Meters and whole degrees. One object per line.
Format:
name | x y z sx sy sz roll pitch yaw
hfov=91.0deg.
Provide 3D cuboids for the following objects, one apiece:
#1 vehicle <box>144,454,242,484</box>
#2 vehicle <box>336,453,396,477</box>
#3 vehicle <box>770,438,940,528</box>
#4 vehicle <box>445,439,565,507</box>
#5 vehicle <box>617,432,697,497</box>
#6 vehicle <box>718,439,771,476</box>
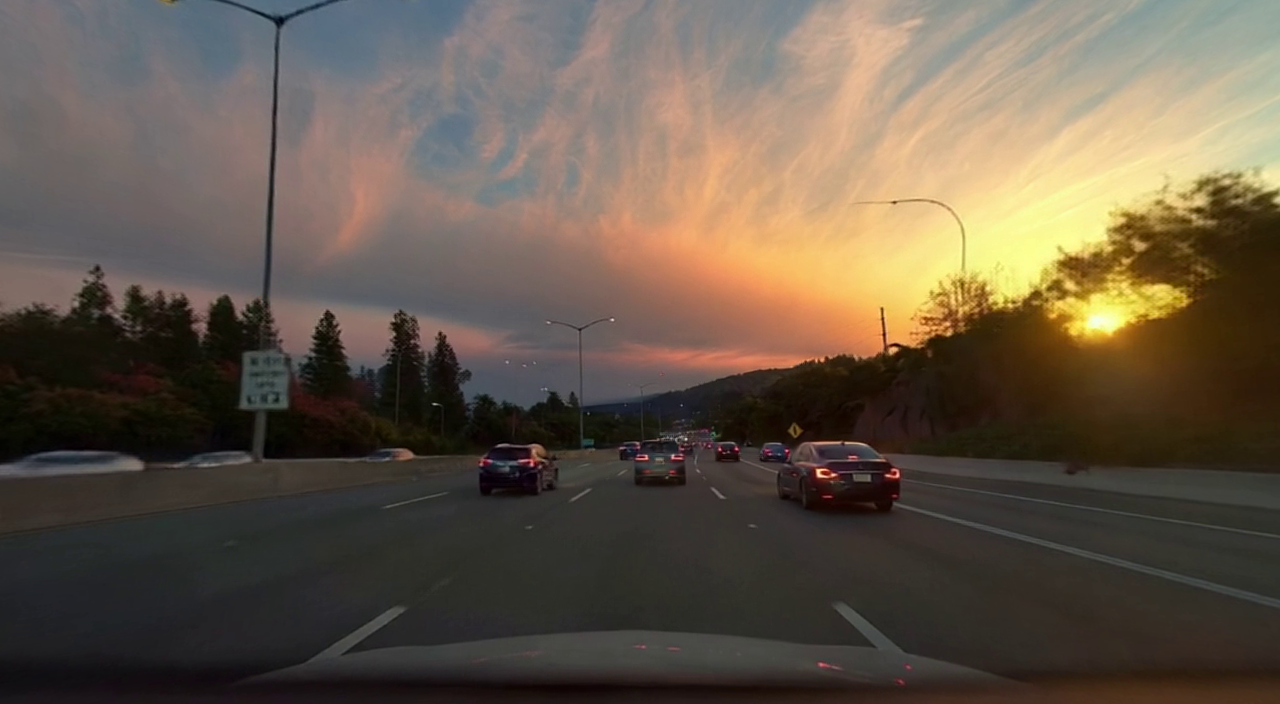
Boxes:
vehicle | -26.036 6.801 36.911 1.906 1.508 4.841 0 -9 5
vehicle | -19.151 7.907 44.261 2.031 1.551 4.268 0 -9 4
vehicle | 4.140 2.590 13.028 1.999 1.514 4.338 0 -9 0
vehicle | -3.300 3.059 16.380 2.012 1.495 4.169 0 -9 3
vehicle | 0.525 3.398 19.328 2.181 1.728 3.970 0 -9 1
vehicle | 5.234 5.374 32.170 2.063 1.710 4.591 0 -9 2
